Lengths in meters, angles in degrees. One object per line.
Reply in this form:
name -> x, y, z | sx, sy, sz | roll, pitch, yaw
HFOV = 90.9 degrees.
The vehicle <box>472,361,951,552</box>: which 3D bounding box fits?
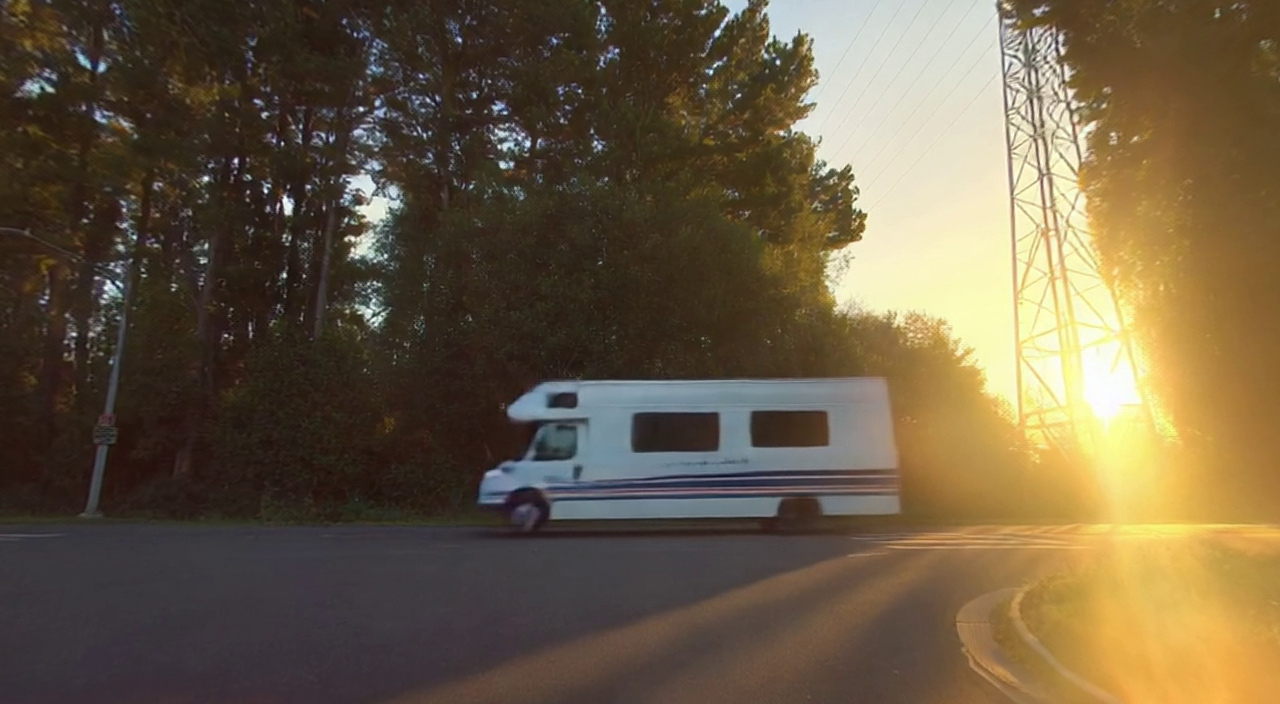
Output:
vehicle -> 1.217, 1.983, 12.246 | 8.152, 3.185, 2.776 | 0, -9, -3
